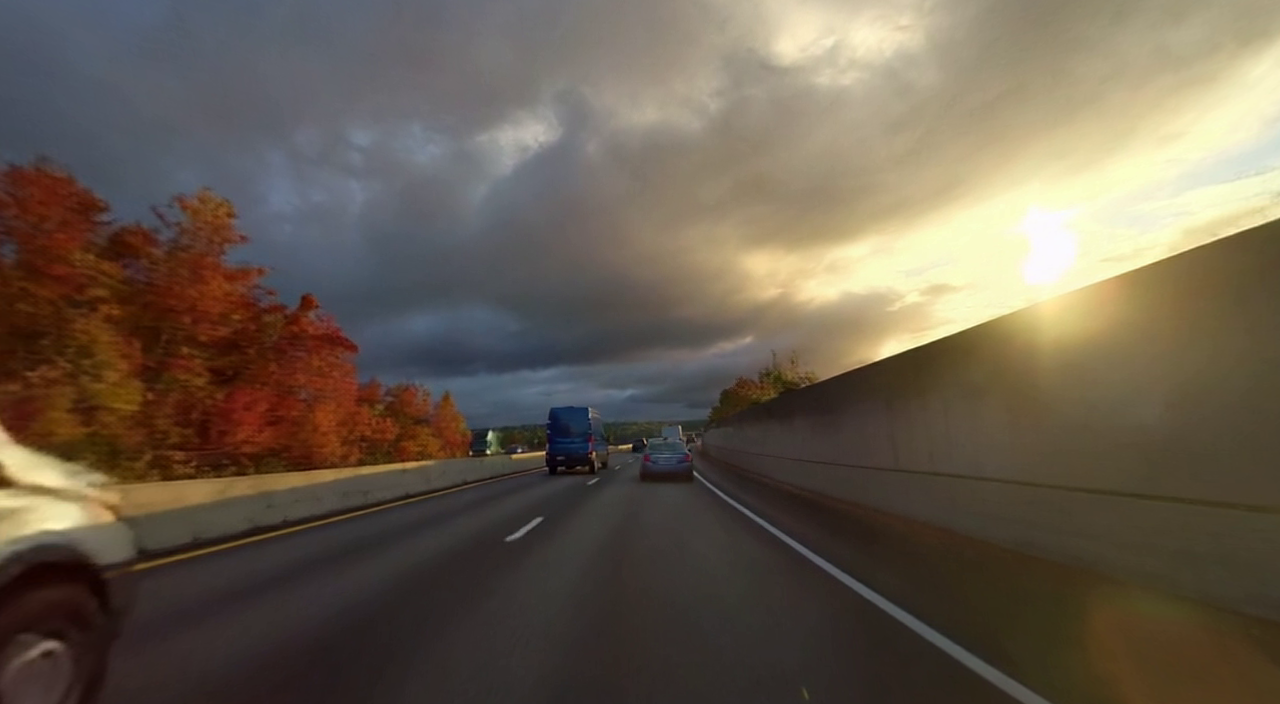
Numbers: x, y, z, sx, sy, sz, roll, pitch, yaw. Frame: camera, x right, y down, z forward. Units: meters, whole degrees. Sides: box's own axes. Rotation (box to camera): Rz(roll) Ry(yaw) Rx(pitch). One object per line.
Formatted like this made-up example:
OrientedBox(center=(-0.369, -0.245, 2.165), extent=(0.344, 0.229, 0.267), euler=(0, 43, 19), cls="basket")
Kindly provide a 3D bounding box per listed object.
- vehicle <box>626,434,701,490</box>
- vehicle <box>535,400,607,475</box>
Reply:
OrientedBox(center=(0.681, 3.296, 19.229), extent=(2.071, 1.487, 3.948), euler=(0, -8, 1), cls="vehicle")
OrientedBox(center=(-2.688, 3.533, 26.034), extent=(2.334, 2.769, 5.087), euler=(0, -8, 0), cls="vehicle")
